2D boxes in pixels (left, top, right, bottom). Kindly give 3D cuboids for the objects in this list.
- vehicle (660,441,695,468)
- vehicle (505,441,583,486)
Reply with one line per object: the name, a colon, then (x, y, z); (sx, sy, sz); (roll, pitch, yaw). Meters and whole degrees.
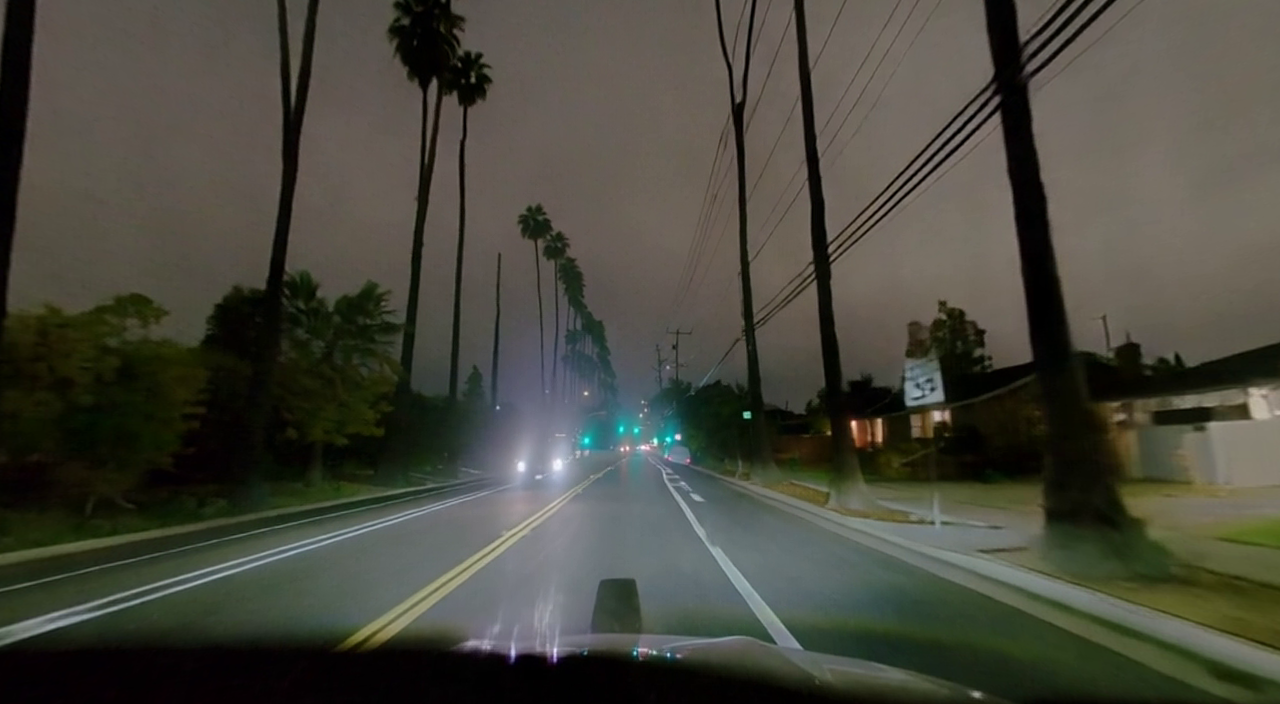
vehicle: (2.659, 7.382, 45.852); (2.168, 1.851, 4.861); (0, -8, -1)
vehicle: (-3.821, 4.575, 26.388); (2.336, 1.669, 5.581); (0, -8, 1)
